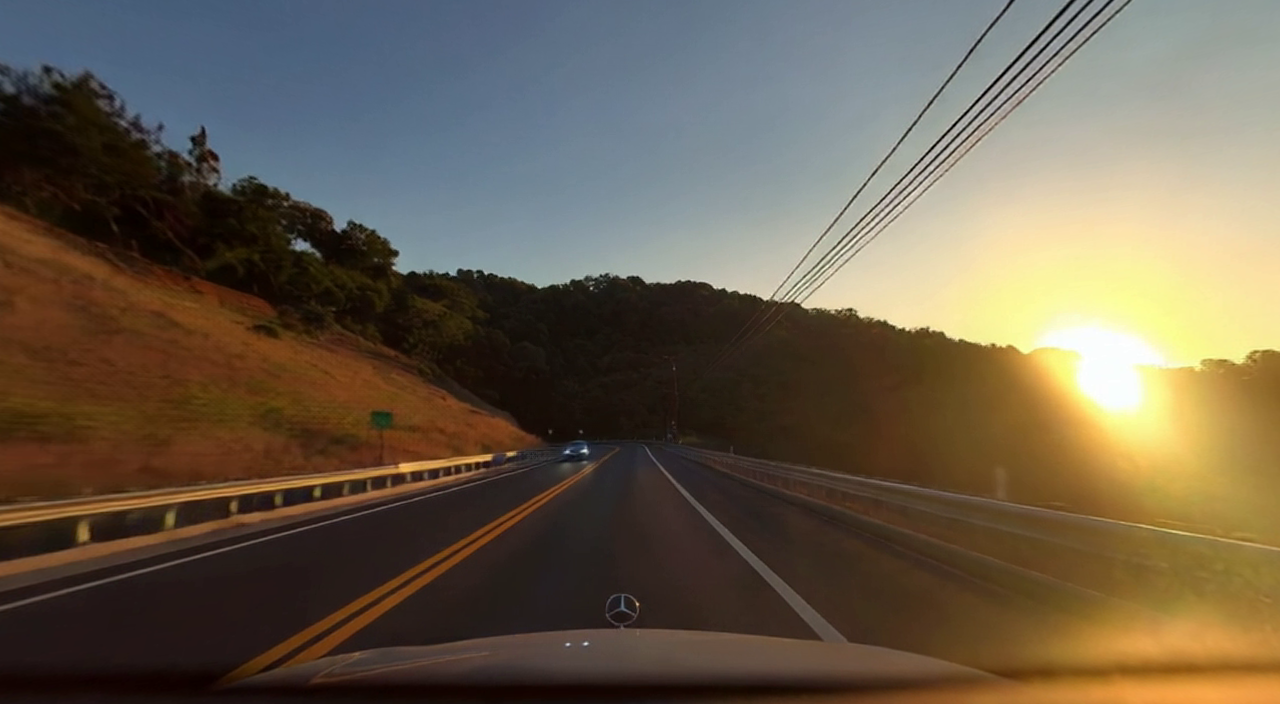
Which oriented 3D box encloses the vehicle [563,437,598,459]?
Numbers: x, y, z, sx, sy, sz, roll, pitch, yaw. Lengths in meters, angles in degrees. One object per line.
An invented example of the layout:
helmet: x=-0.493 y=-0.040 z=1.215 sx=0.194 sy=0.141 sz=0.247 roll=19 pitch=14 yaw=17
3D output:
vehicle: x=-4.239 y=6.973 z=45.695 sx=2.047 sy=1.486 sz=4.405 roll=0 pitch=-9 yaw=0
